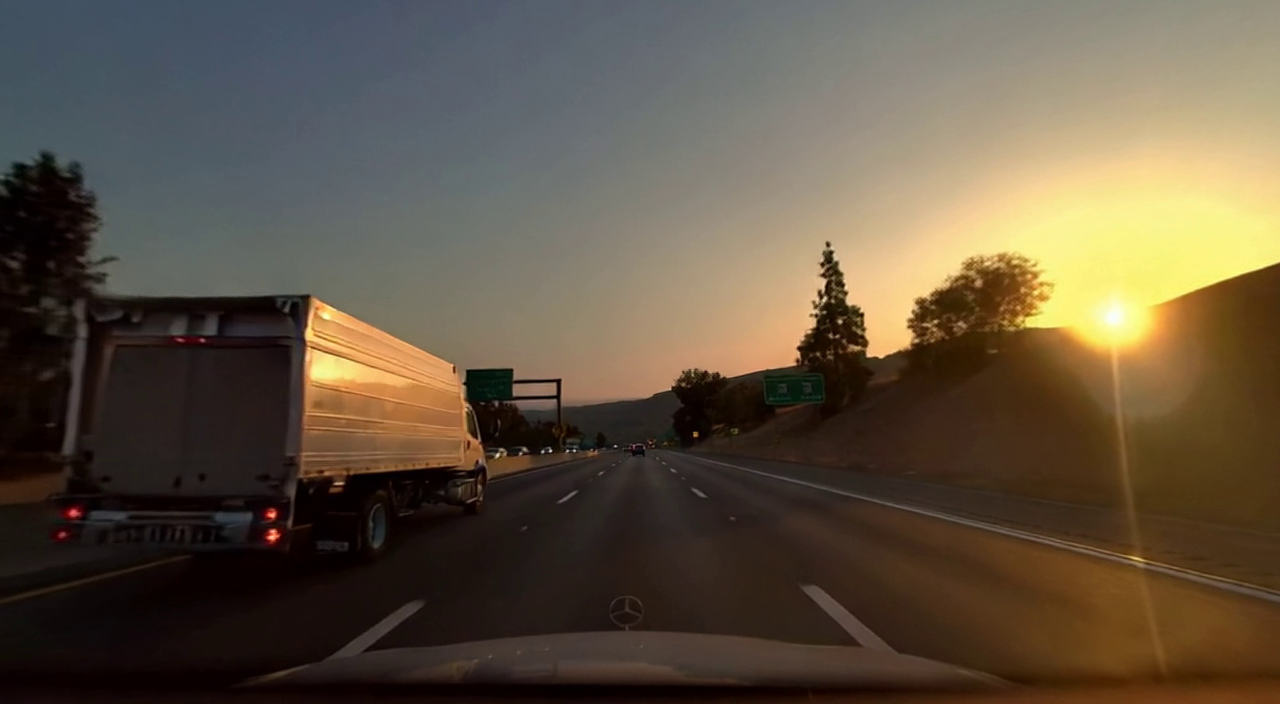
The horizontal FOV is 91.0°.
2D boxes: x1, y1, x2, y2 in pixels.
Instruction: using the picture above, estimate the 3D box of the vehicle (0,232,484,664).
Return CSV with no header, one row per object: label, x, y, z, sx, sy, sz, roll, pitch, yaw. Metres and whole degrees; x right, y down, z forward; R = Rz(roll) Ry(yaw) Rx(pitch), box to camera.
vehicle,-3.861,1.002,7.131,2.443,2.586,6.701,0,-8,0
